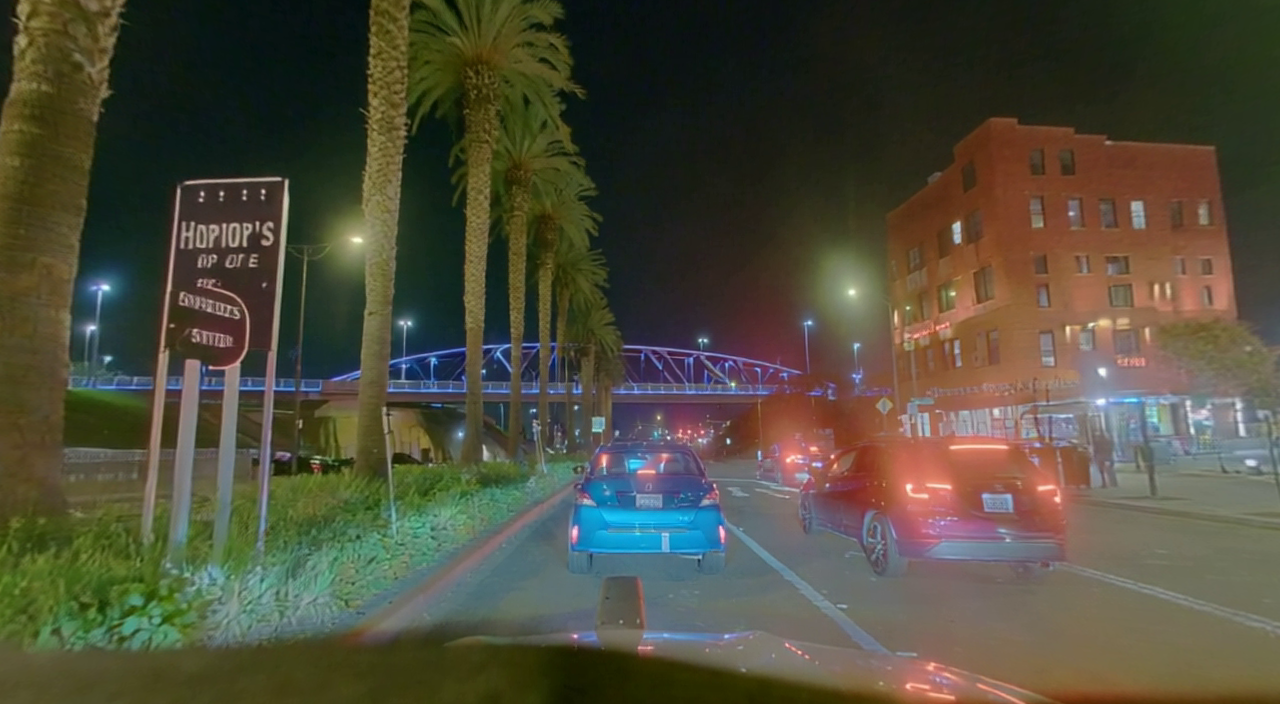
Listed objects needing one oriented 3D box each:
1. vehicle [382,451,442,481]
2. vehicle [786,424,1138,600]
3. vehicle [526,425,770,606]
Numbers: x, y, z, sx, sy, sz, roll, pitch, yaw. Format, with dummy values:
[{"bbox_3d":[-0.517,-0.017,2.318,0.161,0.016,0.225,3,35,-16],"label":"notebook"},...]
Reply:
[{"bbox_3d":[-14.937,7.480,41.662,2.104,1.802,4.852,-1,-8,1],"label":"vehicle"},{"bbox_3d":[3.289,1.711,7.705,1.920,1.490,4.417,0,-9,-1],"label":"vehicle"},{"bbox_3d":[0.063,1.662,7.246,2.048,1.503,3.681,0,-9,0],"label":"vehicle"}]
